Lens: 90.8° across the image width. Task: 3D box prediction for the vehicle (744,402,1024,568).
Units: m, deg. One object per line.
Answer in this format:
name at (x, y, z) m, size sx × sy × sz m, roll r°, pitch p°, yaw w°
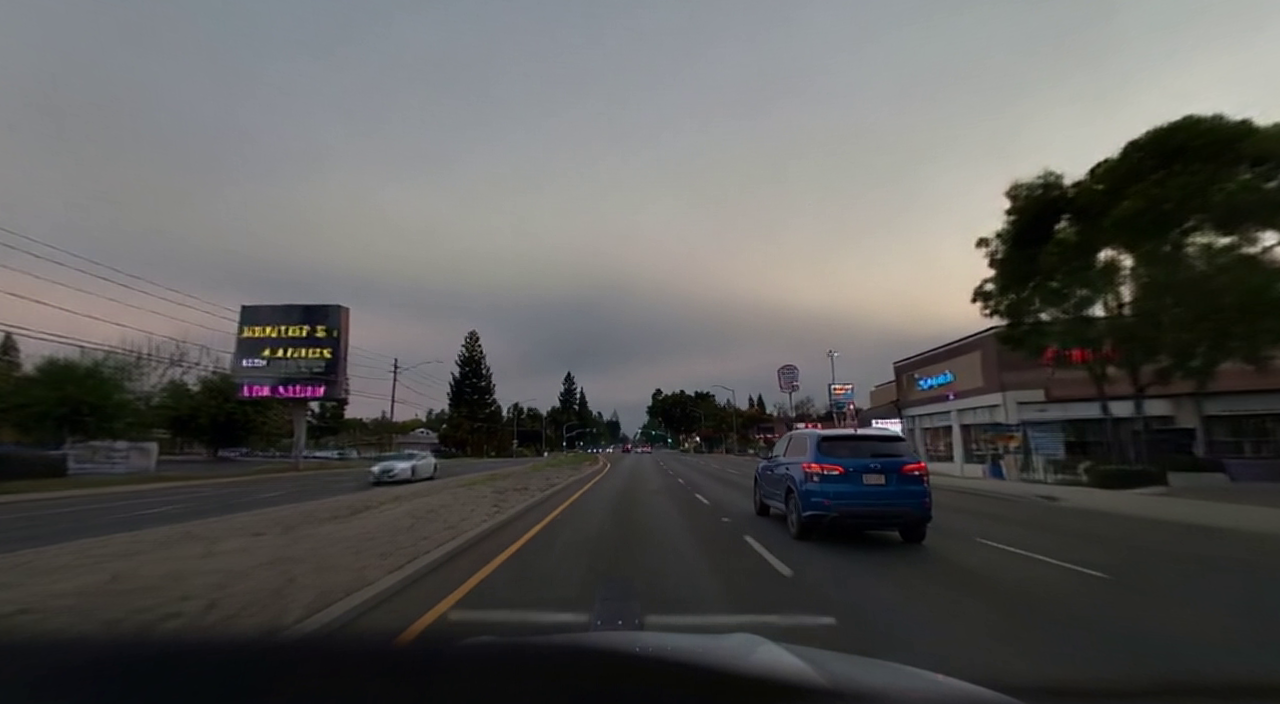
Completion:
vehicle at (3.039, 1.789, 9.232) m, size 2.130 × 1.790 × 4.615 m, roll 0°, pitch -9°, yaw -1°
